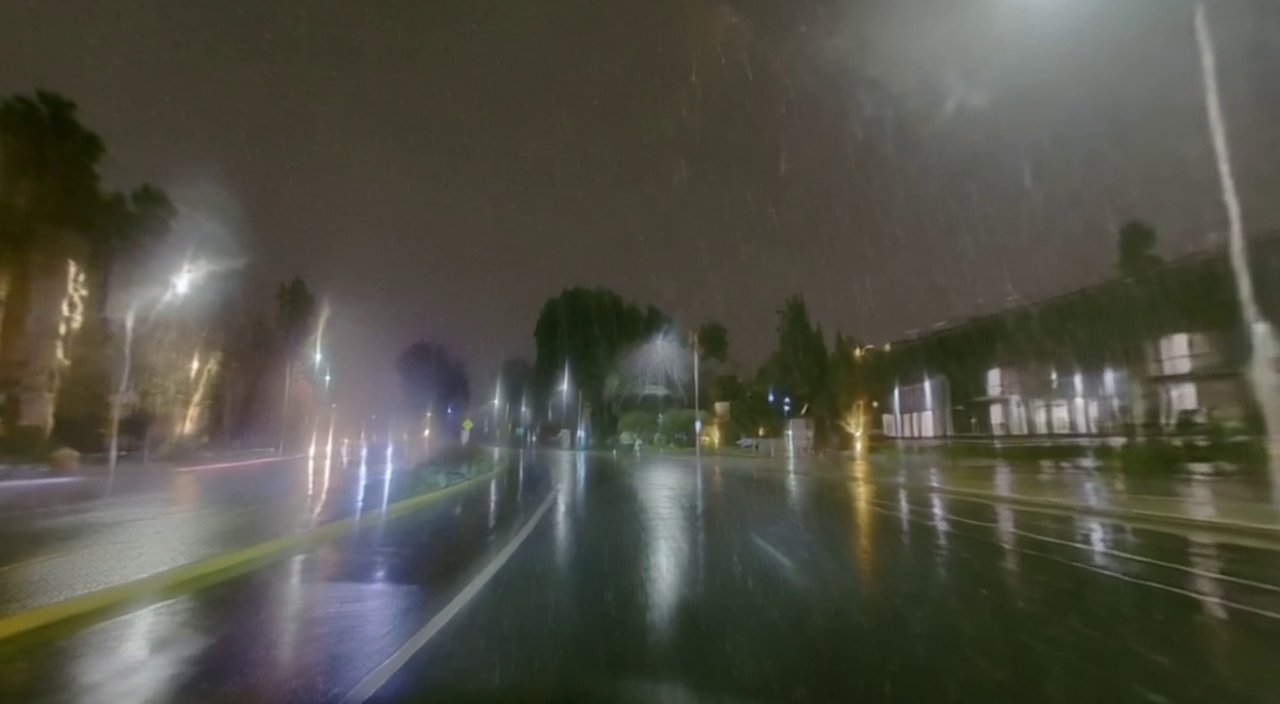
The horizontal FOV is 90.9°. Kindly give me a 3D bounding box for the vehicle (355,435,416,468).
[{"bbox_3d":[-14.914,5.848,37.260,2.349,1.790,4.940,1,-9,-11],"label":"vehicle"}]
